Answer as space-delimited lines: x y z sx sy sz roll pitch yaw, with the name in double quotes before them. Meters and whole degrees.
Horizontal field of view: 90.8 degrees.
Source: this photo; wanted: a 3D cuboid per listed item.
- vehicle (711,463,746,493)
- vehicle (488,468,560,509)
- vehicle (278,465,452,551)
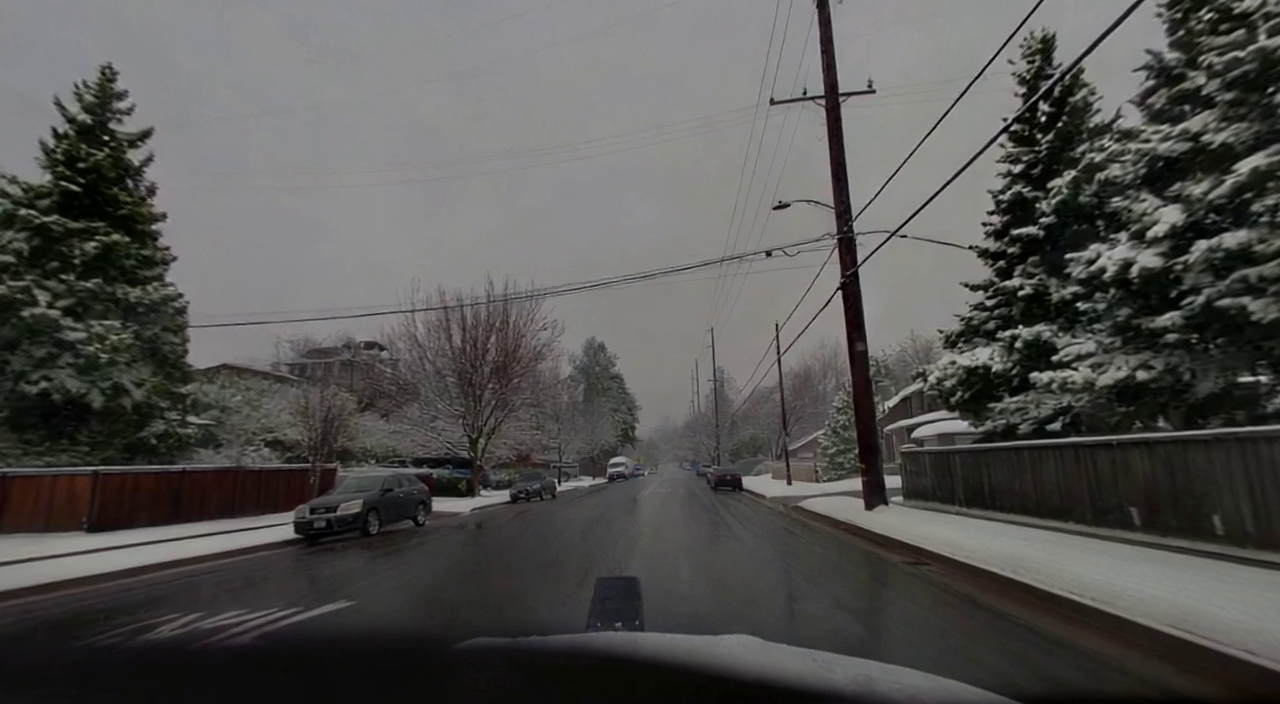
"vehicle" 5.095 7.269 36.668 1.903 1.500 4.057 -1 -9 7
"vehicle" -5.440 6.461 30.269 2.062 1.500 4.629 -4 -8 6
"vehicle" -6.591 3.750 15.820 2.061 1.466 4.660 -4 -8 4
